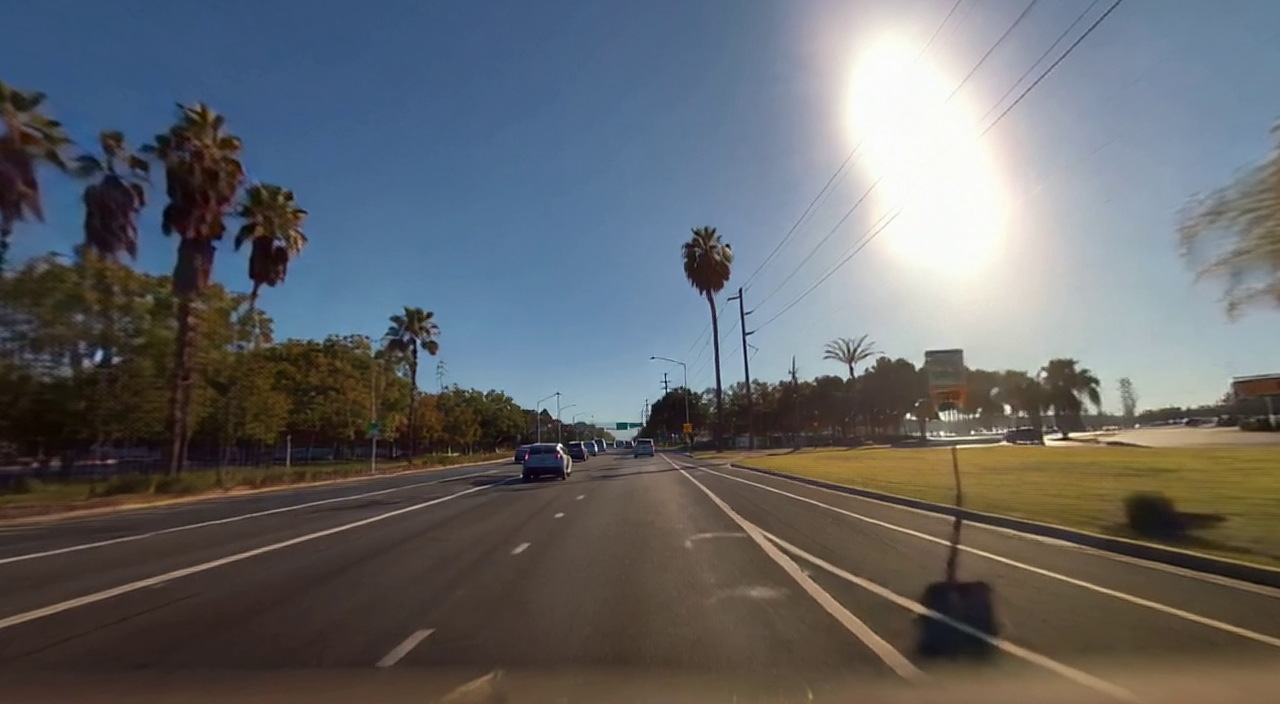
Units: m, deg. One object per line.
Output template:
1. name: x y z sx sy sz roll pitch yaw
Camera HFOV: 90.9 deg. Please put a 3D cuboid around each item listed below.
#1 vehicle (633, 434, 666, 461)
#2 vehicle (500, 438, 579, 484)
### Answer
1. vehicle: 0.634 6.683 44.130 2.155 1.781 3.977 0 -9 0
2. vehicle: -3.411 3.798 22.228 1.982 1.451 4.152 -1 -9 2
